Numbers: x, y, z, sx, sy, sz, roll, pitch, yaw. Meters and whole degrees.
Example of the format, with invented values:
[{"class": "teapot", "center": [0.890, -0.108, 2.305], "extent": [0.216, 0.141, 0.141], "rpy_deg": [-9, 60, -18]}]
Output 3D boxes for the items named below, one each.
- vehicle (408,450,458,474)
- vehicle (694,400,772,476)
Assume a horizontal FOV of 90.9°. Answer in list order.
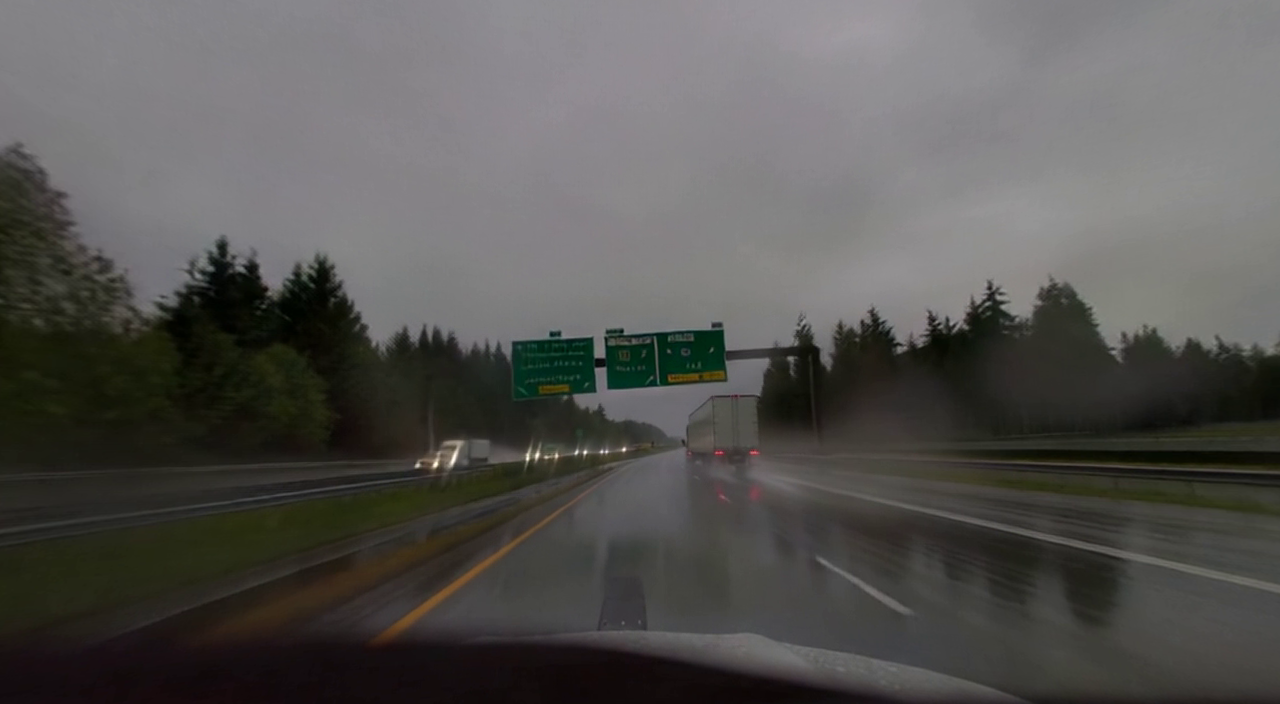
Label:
[{"class": "vehicle", "center": [-15.071, 8.034, 46.124], "extent": [2.040, 1.659, 4.491], "rpy_deg": [0, -9, 2]}, {"class": "vehicle", "center": [5.500, 5.593, 40.165], "extent": [2.859, 3.984, 14.045], "rpy_deg": [0, -9, 0]}]
